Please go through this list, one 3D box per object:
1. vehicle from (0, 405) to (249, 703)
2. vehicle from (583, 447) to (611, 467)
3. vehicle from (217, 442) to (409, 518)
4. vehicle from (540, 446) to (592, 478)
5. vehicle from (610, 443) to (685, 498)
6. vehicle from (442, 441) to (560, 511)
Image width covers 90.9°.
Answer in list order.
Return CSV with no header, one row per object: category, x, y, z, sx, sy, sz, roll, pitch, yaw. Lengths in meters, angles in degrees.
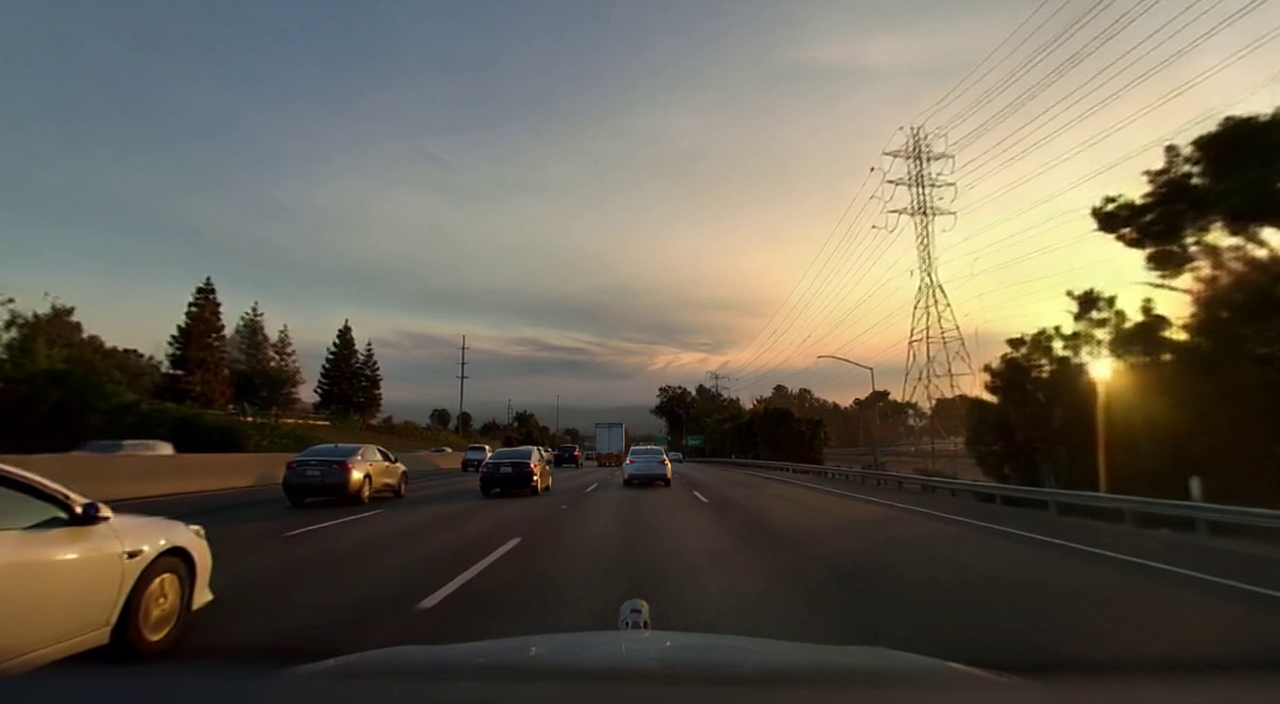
vehicle,-3.690,0.905,2.148,1.883,1.500,4.373,0,-9,0
vehicle,-3.146,7.726,46.515,1.840,1.439,3.687,0,-9,0
vehicle,-7.111,2.797,14.392,1.867,1.445,4.499,0,-9,1
vehicle,-3.480,5.256,30.339,2.013,1.437,3.801,0,-9,0
vehicle,0.172,3.548,19.367,2.018,1.470,4.491,0,-9,-1
vehicle,-3.215,2.948,15.495,1.912,1.464,4.115,0,-9,1
